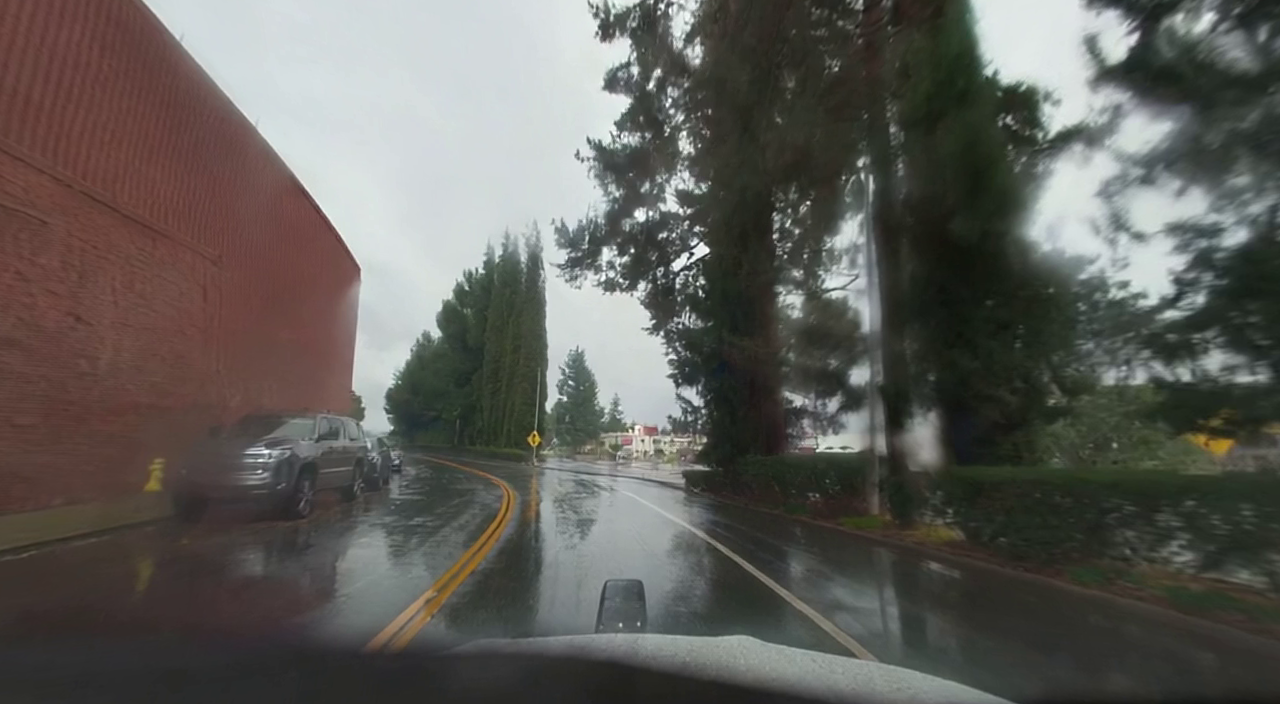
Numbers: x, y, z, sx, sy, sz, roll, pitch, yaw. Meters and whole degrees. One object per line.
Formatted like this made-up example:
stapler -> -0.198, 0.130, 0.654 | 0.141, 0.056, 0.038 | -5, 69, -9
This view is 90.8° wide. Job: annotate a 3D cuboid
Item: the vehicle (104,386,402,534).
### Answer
vehicle -> -7.960, 2.378, 14.455 | 3.073, 2.458, 6.937 | 3, -9, -7
